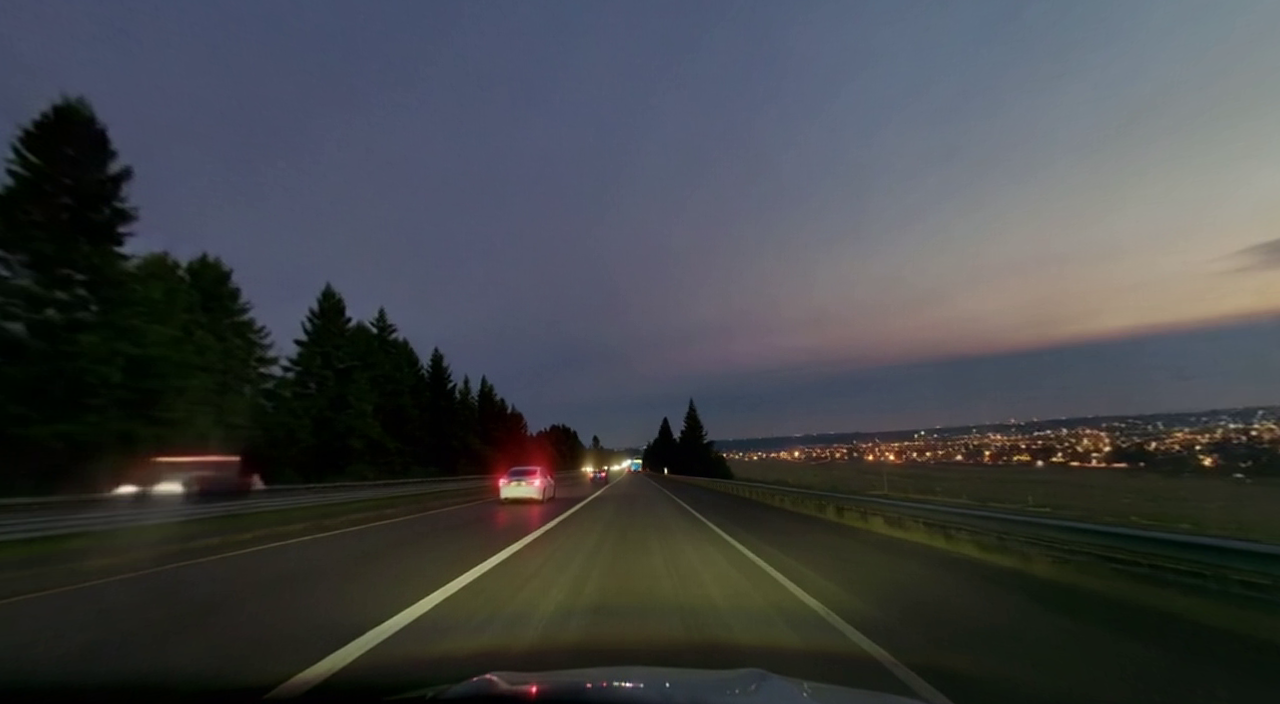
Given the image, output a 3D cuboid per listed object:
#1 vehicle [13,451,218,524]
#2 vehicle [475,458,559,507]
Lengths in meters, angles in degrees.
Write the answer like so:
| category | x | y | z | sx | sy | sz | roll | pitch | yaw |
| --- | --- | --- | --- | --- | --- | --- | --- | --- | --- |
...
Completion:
| category | x | y | z | sx | sy | sz | roll | pitch | yaw |
| --- | --- | --- | --- | --- | --- | --- | --- | --- | --- |
| vehicle | -13.198 | 3.437 | 16.247 | 1.814 | 1.610 | 3.906 | 1 | -11 | 0 |
| vehicle | -4.257 | 4.641 | 22.652 | 2.040 | 1.525 | 4.603 | 1 | -11 | 1 |
